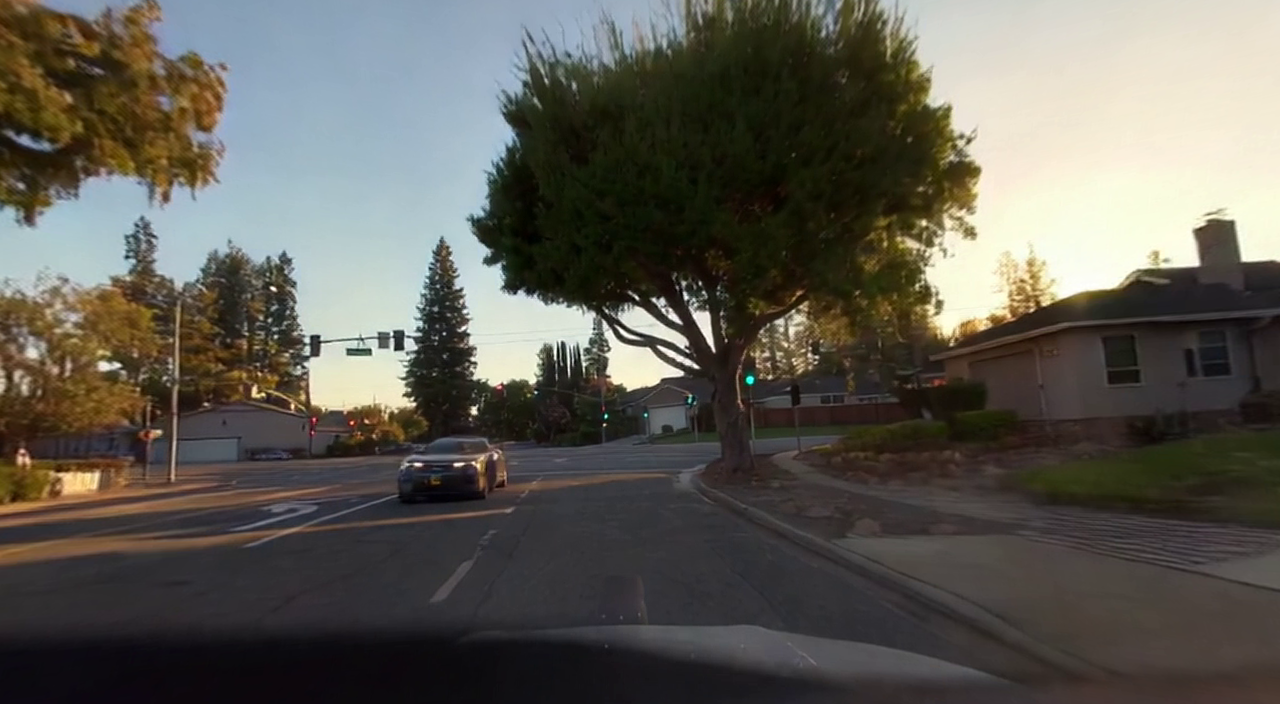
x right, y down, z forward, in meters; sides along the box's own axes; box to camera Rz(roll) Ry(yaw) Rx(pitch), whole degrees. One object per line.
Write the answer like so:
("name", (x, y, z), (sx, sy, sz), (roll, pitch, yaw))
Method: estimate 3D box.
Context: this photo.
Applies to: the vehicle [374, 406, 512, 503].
("vehicle", (-4.241, 2.299, 14.475), (2.041, 1.834, 4.679), (1, -8, -6))
